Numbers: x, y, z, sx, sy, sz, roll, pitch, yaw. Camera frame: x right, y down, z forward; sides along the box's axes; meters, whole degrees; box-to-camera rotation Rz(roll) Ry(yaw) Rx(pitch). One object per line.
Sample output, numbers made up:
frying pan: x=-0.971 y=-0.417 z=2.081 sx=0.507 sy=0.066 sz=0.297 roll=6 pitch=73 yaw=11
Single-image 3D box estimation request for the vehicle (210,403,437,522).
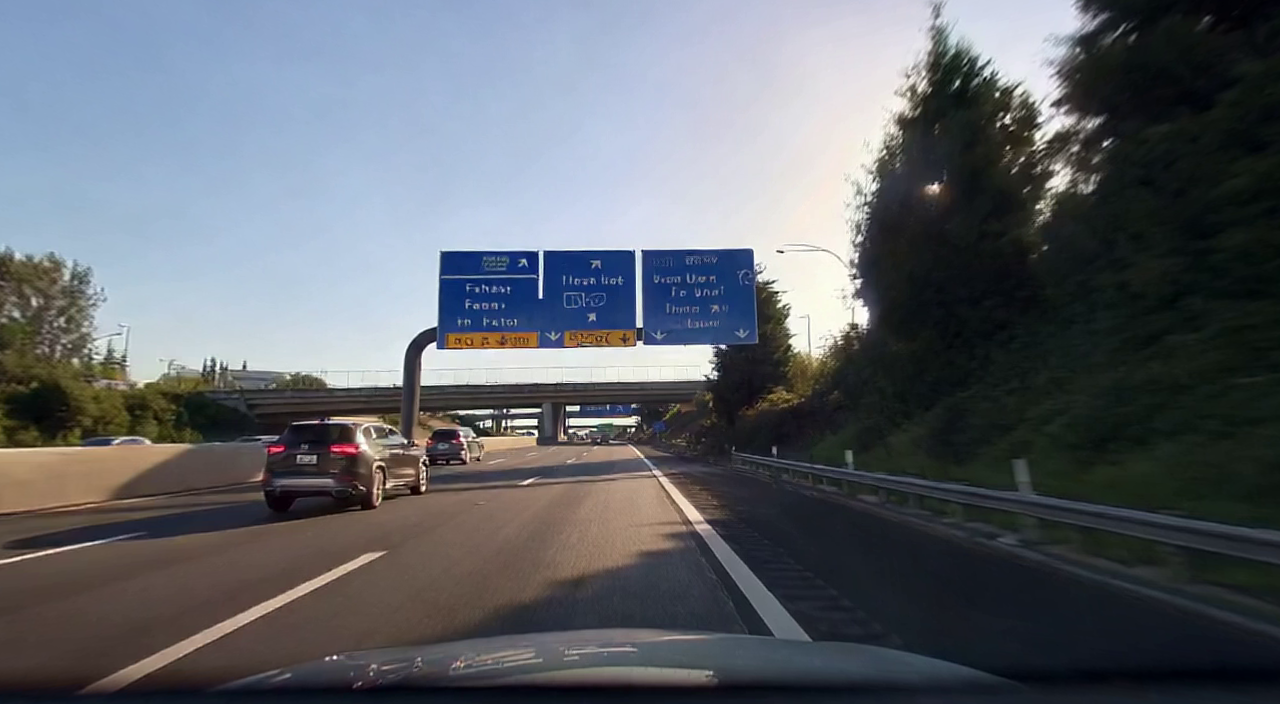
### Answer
vehicle: x=-5.303 y=1.887 z=11.284 sx=2.007 sy=1.727 sz=4.040 roll=0 pitch=-8 yaw=-1
